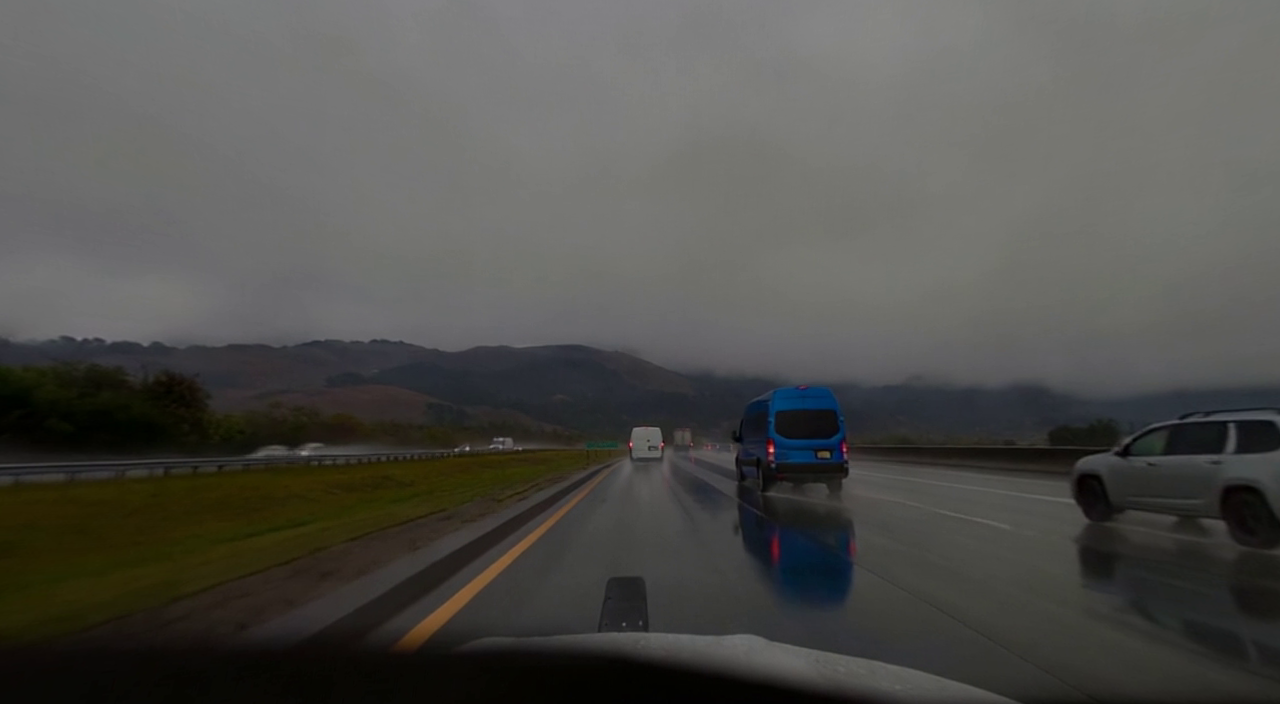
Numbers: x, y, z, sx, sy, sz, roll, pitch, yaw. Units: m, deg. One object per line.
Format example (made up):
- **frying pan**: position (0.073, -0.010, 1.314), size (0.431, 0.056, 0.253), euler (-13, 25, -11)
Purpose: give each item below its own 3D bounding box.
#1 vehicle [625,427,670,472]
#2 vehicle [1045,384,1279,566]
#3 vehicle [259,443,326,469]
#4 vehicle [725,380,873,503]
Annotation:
- **vehicle**: position (0.364, 4.930, 32.130), size (2.131, 2.122, 4.473), euler (0, -8, 0)
- **vehicle**: position (7.946, 1.509, 8.091), size (2.240, 1.925, 4.854), euler (0, -8, 0)
- **vehicle**: position (-24.592, 7.367, 44.859), size (2.012, 1.697, 4.756), euler (0, -8, 1)
- **vehicle**: position (3.877, 2.379, 16.858), size (2.302, 2.670, 6.176), euler (0, -8, 0)
